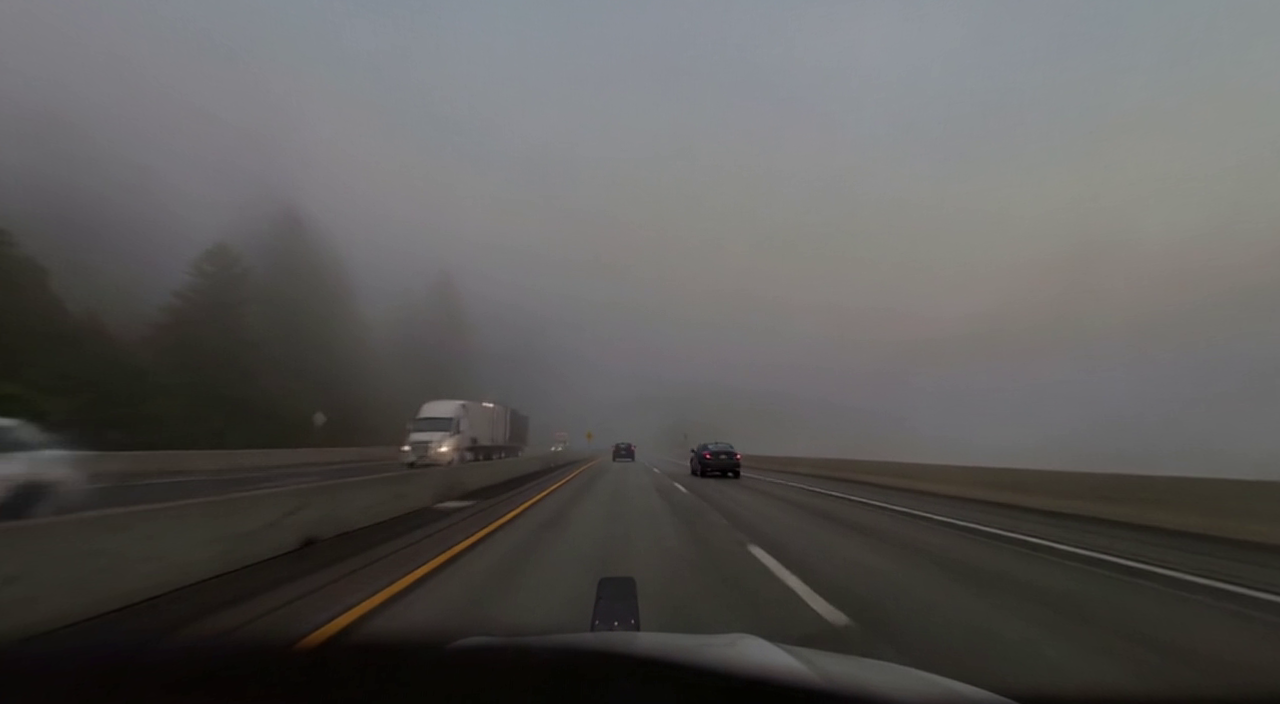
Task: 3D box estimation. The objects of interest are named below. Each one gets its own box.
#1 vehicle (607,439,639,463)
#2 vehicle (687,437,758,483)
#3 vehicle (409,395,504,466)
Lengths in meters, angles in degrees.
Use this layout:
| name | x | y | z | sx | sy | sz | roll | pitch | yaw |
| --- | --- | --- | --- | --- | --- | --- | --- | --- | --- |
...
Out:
| name | x | y | z | sx | sy | sz | roll | pitch | yaw |
| --- | --- | --- | --- | --- | --- | --- | --- | --- | --- |
| vehicle | -1.202 | 7.078 | 45.137 | 2.178 | 1.559 | 4.254 | -1 | -8 | -2 |
| vehicle | 2.986 | 3.971 | 23.544 | 2.146 | 1.546 | 3.796 | -1 | -8 | 0 |
| vehicle | -11.689 | 5.306 | 41.755 | 2.876 | 3.973 | 12.525 | -1 | -8 | -2 |
